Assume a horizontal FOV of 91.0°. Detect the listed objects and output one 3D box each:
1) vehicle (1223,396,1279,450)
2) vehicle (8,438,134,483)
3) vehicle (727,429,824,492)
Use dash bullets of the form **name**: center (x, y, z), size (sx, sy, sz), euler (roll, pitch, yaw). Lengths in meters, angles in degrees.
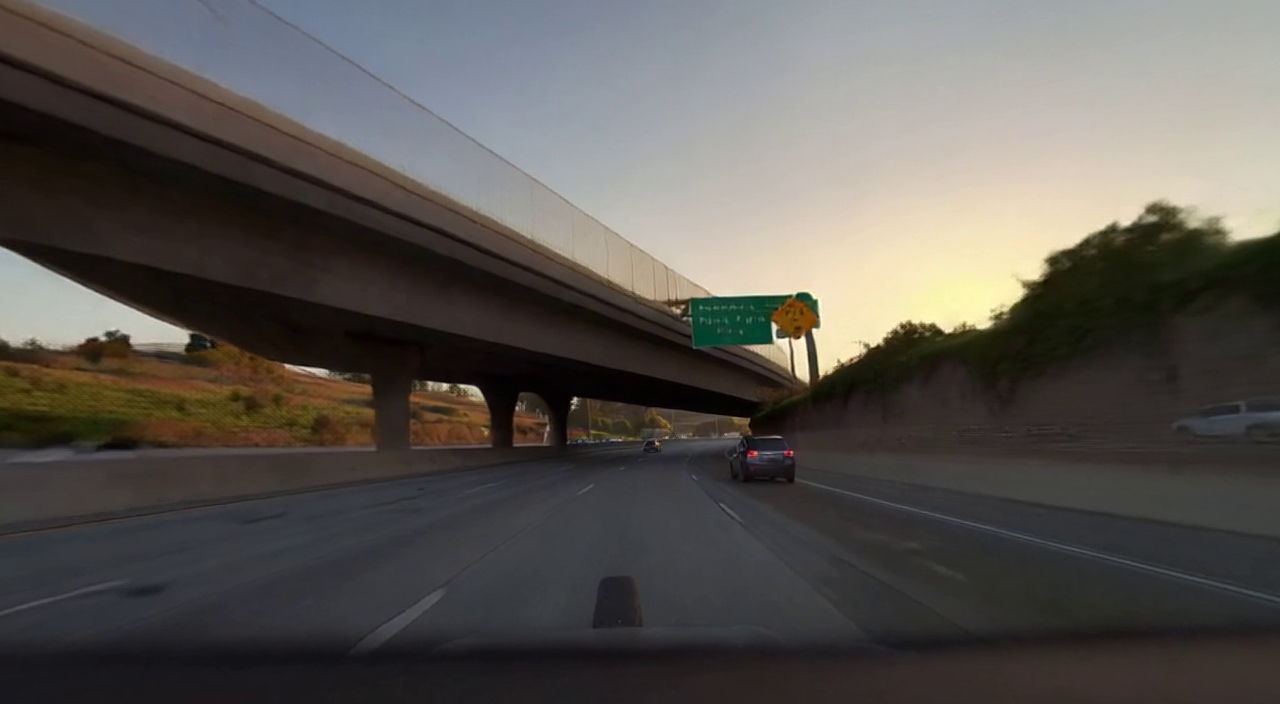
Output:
- **vehicle**: center (33.274, 3.870, 33.595), size (2.478, 2.614, 6.965), euler (-7, -11, 38)
- **vehicle**: center (-20.322, 3.855, 22.640), size (1.474, 1.362, 3.303), euler (-5, -8, 0)
- **vehicle**: center (4.041, 3.315, 19.540), size (2.090, 1.715, 4.228), euler (0, -9, 1)
